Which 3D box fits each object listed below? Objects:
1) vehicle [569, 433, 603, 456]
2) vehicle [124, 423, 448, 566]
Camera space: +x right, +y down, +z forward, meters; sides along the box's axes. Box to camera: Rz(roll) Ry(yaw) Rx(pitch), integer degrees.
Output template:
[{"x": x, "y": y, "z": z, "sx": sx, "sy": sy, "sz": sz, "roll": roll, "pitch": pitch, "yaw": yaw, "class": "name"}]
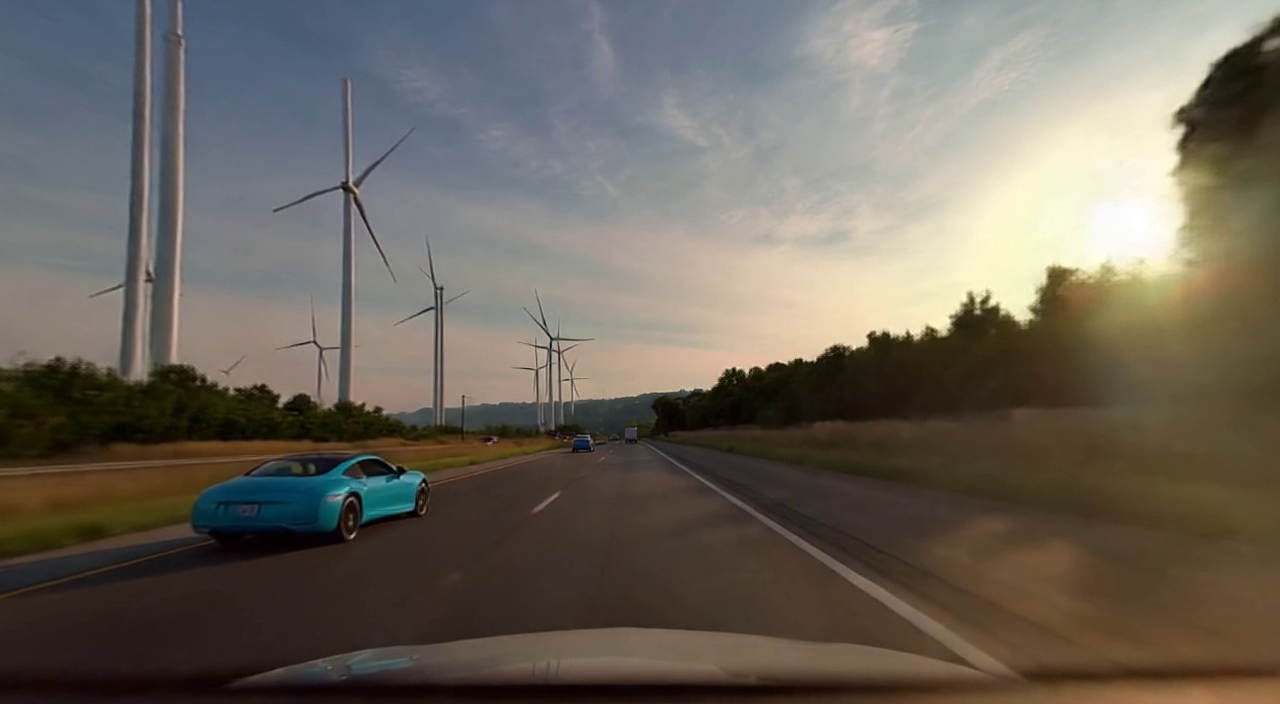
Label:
[{"x": -3.535, "y": 6.159, "z": 41.939, "sx": 2.024, "sy": 1.456, "sz": 3.754, "roll": 0, "pitch": -8, "yaw": -2, "class": "vehicle"}, {"x": -4.192, "y": 1.718, "z": 8.457, "sx": 1.969, "sy": 1.413, "sz": 4.194, "roll": 0, "pitch": -8, "yaw": -1, "class": "vehicle"}]
